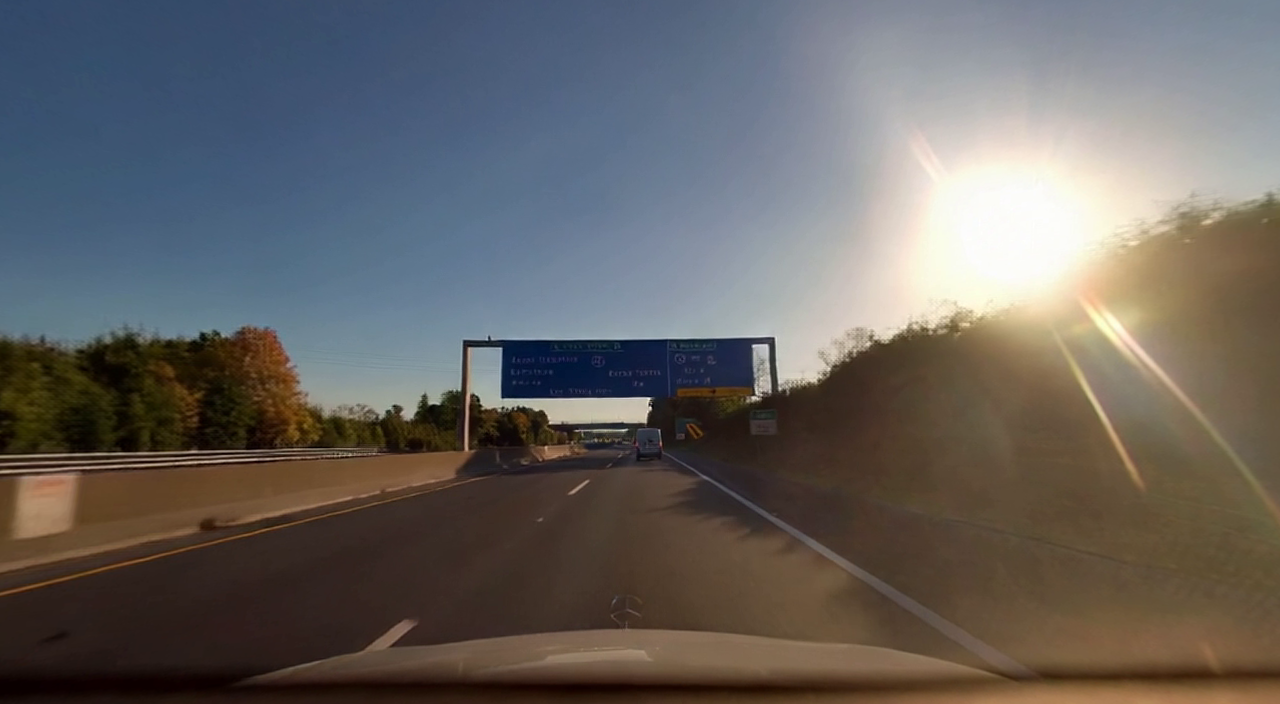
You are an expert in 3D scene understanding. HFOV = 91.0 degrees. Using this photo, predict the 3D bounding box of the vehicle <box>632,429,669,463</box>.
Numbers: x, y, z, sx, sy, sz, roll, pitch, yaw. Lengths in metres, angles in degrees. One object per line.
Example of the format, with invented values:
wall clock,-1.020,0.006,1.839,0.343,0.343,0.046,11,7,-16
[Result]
vehicle,0.696,6.228,41.830,2.277,2.109,4.922,0,-8,1
